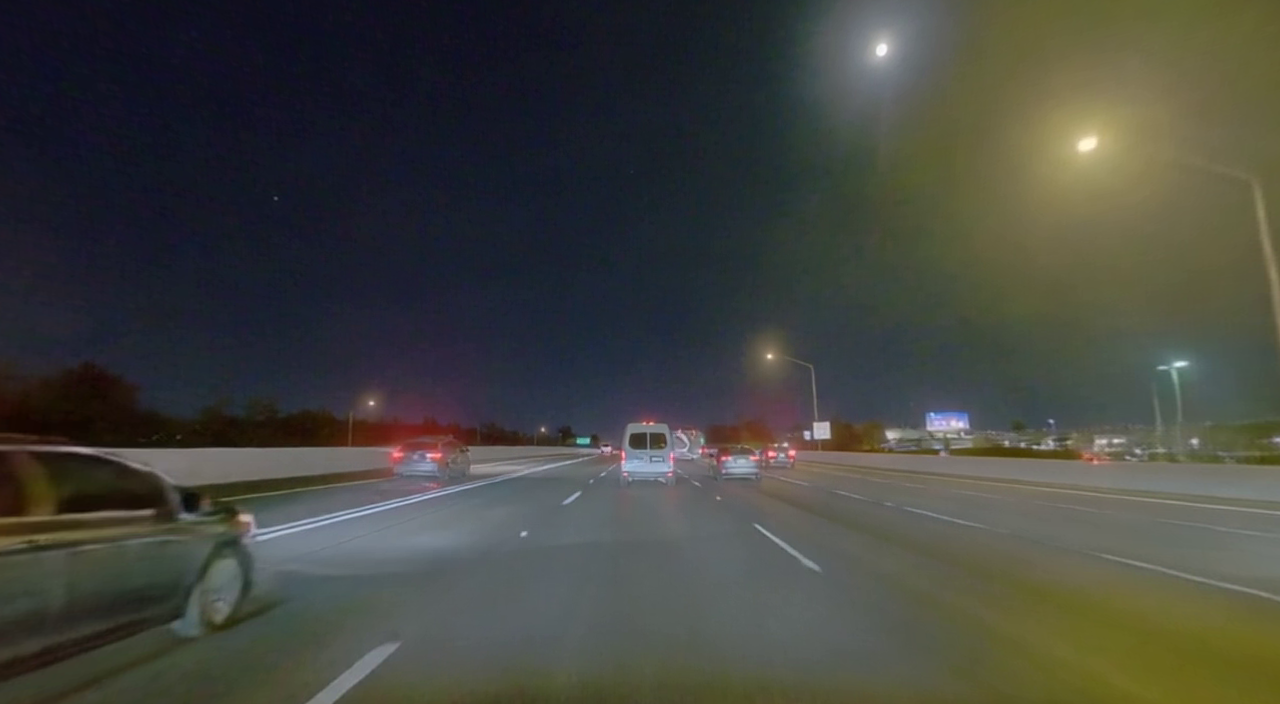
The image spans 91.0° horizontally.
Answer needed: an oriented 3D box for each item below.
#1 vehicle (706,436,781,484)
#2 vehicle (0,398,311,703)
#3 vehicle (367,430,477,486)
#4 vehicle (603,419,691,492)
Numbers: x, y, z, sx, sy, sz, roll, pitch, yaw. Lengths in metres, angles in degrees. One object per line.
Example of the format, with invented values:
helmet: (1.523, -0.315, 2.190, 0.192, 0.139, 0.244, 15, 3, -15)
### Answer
vehicle: (3.892, 4.163, 24.516, 2.146, 1.678, 4.489, 0, -9, 0)
vehicle: (-4.025, 1.021, 3.113, 2.173, 1.542, 4.781, 0, -9, 1)
vehicle: (-7.708, 3.815, 22.912, 2.192, 1.776, 4.957, 0, -8, 0)
vehicle: (0.193, 3.324, 20.444, 2.509, 2.062, 4.639, 0, -9, 0)
